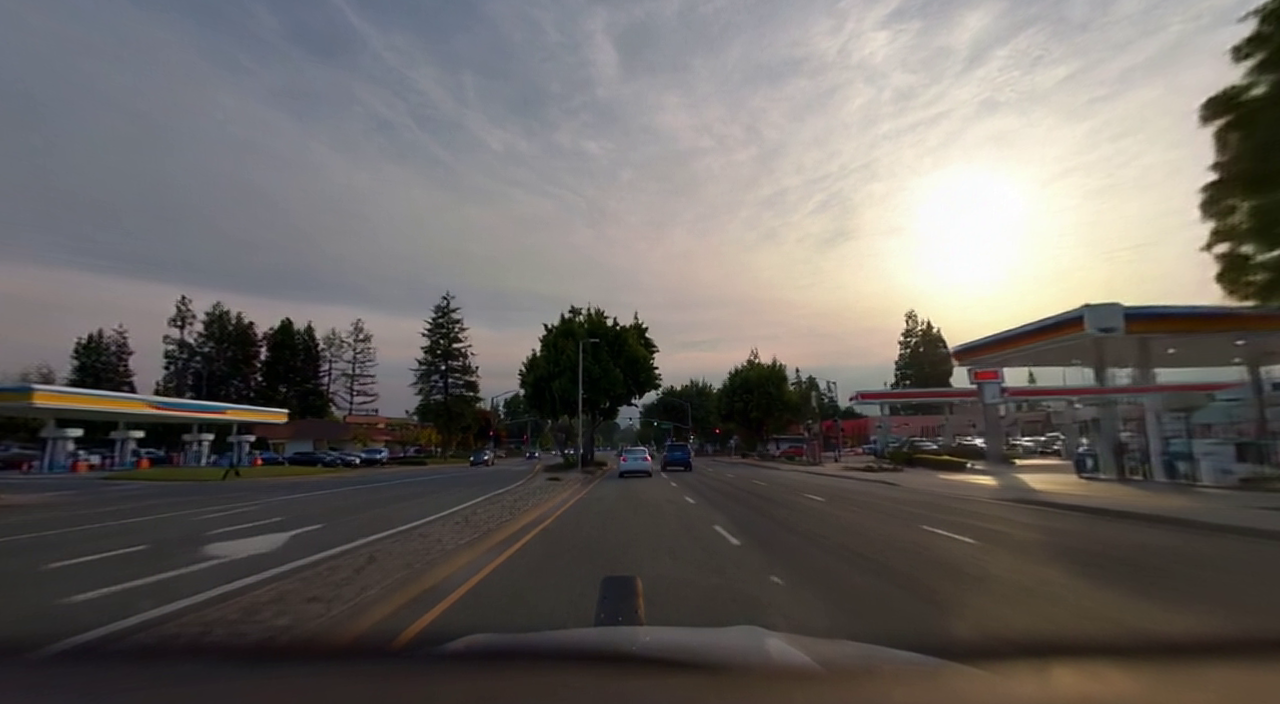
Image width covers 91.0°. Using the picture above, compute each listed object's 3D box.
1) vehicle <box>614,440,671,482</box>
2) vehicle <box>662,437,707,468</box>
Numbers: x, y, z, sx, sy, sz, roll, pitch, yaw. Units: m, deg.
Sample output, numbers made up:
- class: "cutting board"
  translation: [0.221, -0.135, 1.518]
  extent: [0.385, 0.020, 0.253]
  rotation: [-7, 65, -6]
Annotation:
- class: "vehicle"
  translation: [0.072, 4.413, 25.734]
  extent: [2.145, 1.572, 4.021]
  rotation: [0, -9, -1]
- class: "vehicle"
  translation: [3.122, 7.291, 45.784]
  extent: [2.731, 2.101, 6.047]
  rotation: [0, -9, -1]
